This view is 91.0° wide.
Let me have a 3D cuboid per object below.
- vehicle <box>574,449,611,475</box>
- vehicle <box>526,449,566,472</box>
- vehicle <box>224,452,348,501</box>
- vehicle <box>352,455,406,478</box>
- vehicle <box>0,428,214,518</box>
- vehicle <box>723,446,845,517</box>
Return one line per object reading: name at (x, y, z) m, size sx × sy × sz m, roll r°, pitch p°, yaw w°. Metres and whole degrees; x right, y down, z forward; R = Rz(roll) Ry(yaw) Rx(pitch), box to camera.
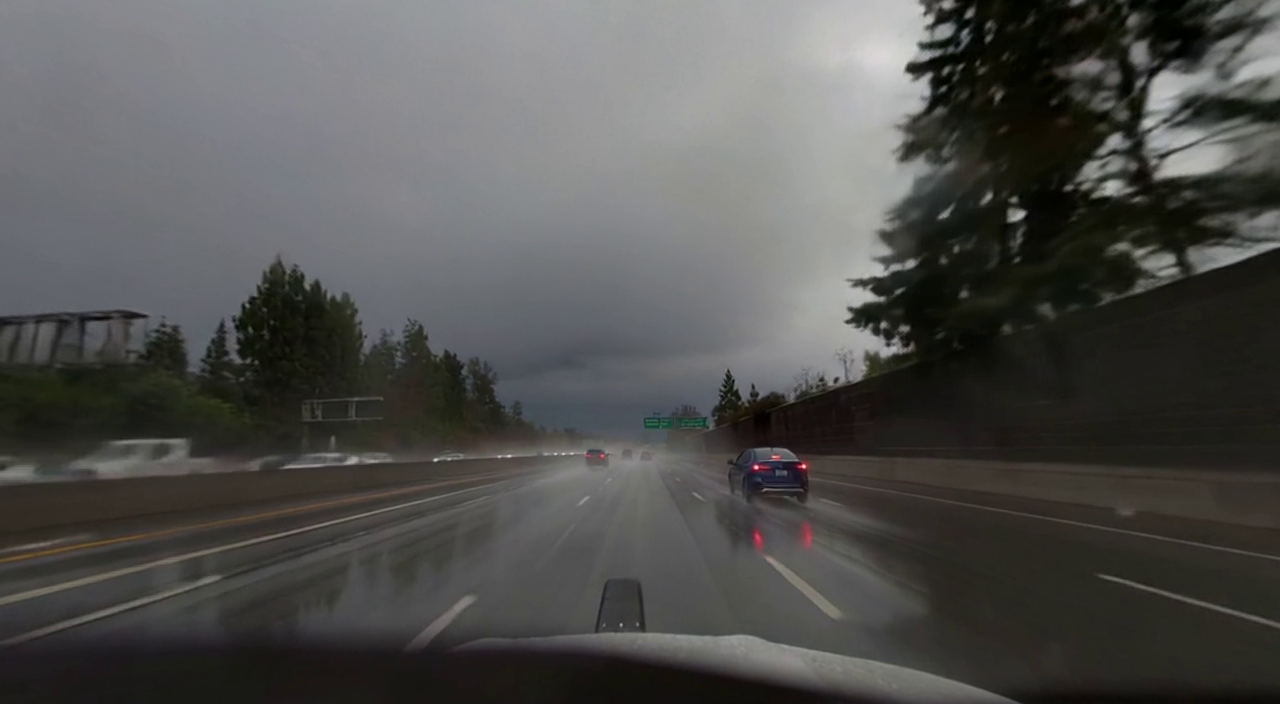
vehicle at (-3.043, 7.102, 40.931) m, size 2.030 × 1.563 × 4.389 m, roll 0°, pitch -9°, yaw 0°
vehicle at (-6.623, 7.675, 44.921) m, size 2.107 × 1.541 × 4.713 m, roll 0°, pitch -9°, yaw 1°
vehicle at (-11.506, 4.036, 20.772) m, size 1.868 × 1.435 × 3.659 m, roll 0°, pitch -9°, yaw 1°
vehicle at (-18.131, 7.956, 43.920) m, size 1.921 × 1.507 × 4.050 m, roll 0°, pitch -9°, yaw 1°
vehicle at (-14.796, 3.166, 17.137) m, size 2.313 × 1.980 × 5.831 m, roll 0°, pitch -9°, yaw 0°
vehicle at (3.371, 3.102, 15.631) m, size 1.979 × 1.486 × 4.125 m, roll 0°, pitch -9°, yaw -1°
